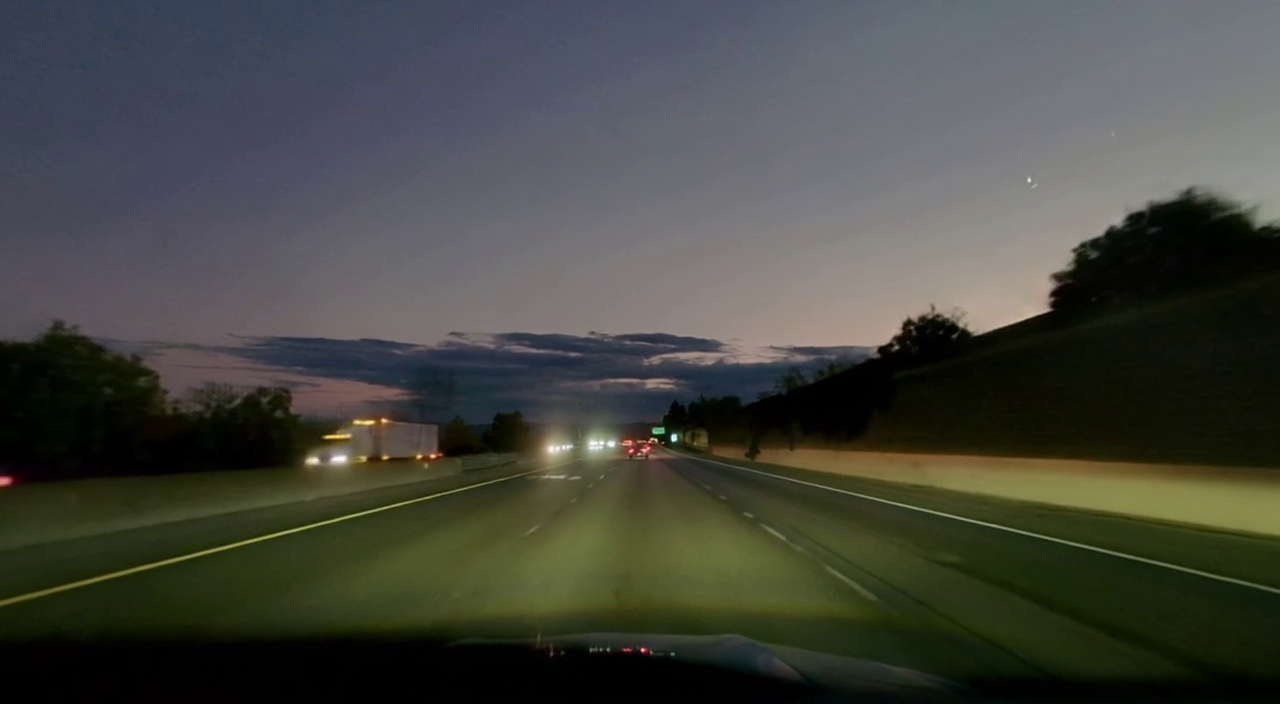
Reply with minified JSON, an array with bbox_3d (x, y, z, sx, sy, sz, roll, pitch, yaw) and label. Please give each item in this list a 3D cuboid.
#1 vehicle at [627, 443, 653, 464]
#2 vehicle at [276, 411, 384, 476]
[{"bbox_3d":[0.004,7.719,47.887,1.873,1.529,3.953,0,-9,0],"label":"vehicle"},{"bbox_3d":[-19.914,5.988,41.212,2.984,3.802,7.929,0,-9,-1],"label":"vehicle"}]
